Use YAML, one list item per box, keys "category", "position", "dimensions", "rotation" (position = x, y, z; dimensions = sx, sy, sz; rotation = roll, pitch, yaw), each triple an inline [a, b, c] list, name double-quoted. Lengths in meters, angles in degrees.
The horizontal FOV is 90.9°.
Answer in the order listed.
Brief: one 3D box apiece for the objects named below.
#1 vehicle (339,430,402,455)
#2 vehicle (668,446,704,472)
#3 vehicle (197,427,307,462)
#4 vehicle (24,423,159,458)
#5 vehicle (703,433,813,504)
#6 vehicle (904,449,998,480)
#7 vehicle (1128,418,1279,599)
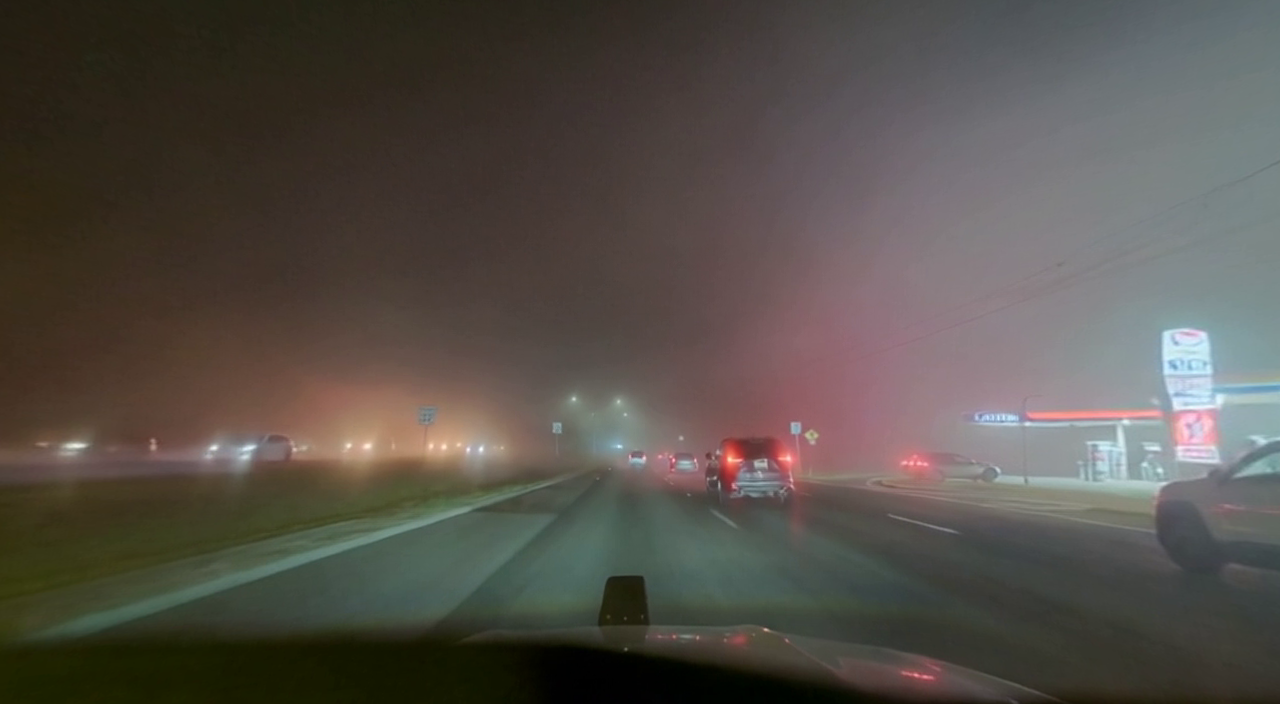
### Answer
- category: "vehicle"
  position: [-19.844, 6.706, 46.659]
  dimensions: [2.037, 1.761, 5.401]
  rotation: [0, -8, 3]
- category: "vehicle"
  position: [2.941, 6.932, 41.149]
  dimensions: [2.012, 1.612, 4.114]
  rotation: [0, -8, -1]
- category: "vehicle"
  position: [-17.416, 4.201, 28.596]
  dimensions: [1.920, 1.473, 4.524]
  rotation: [0, -8, 3]
- category: "vehicle"
  position: [-24.293, 3.957, 28.173]
  dimensions: [1.953, 1.427, 4.369]
  rotation: [0, -8, 2]
- category: "vehicle"
  position: [3.203, 3.290, 18.291]
  dimensions: [2.184, 1.777, 4.712]
  rotation: [0, -8, -1]
- category: "vehicle"
  position: [18.330, 6.611, 37.244]
  dimensions: [4.587, 1.710, 1.969]
  rotation: [1, -9, -7]
- category: "vehicle"
  position: [6.659, 1.347, 5.240]
  dimensions: [1.881, 1.604, 4.289]
  rotation: [0, -8, 3]
